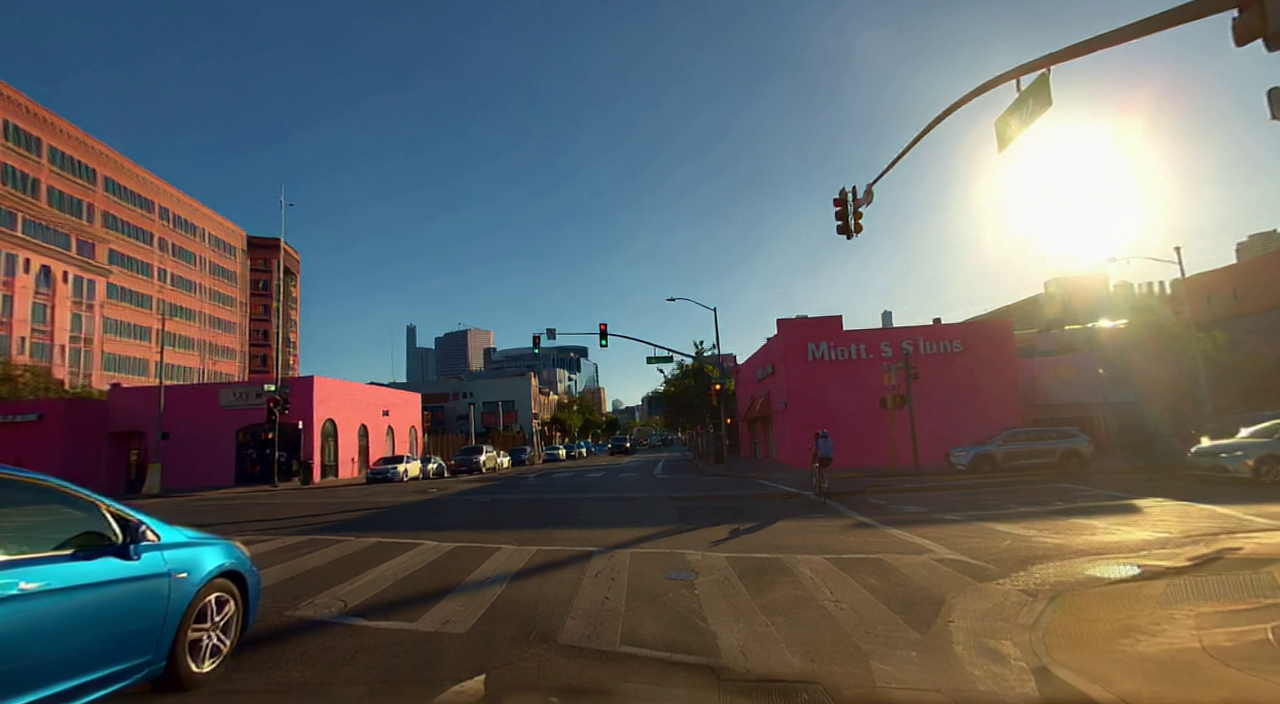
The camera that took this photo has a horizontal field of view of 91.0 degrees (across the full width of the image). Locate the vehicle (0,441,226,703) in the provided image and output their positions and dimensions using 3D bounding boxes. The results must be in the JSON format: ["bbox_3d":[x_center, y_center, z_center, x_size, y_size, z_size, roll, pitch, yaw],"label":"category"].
[{"bbox_3d":[-3.744,0.967,2.142,1.759,1.325,4.295,0,-9,0],"label":"vehicle"}]

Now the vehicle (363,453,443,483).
[{"bbox_3d":[-12.616,6.167,33.855,1.976,1.425,4.567,-1,-9,9],"label":"vehicle"}]

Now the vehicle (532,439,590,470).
[{"bbox_3d":[-4.524,5.977,36.870,1.928,1.647,4.575,-2,-9,13],"label":"vehicle"}]

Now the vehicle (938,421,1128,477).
[{"bbox_3d":[11.552,2.891,18.802,4.355,1.546,1.820,-1,-9,6],"label":"vehicle"}]

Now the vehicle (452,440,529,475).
[{"bbox_3d":[-8.405,5.973,36.045,2.152,1.825,5.406,-2,-9,12],"label":"vehicle"}]
